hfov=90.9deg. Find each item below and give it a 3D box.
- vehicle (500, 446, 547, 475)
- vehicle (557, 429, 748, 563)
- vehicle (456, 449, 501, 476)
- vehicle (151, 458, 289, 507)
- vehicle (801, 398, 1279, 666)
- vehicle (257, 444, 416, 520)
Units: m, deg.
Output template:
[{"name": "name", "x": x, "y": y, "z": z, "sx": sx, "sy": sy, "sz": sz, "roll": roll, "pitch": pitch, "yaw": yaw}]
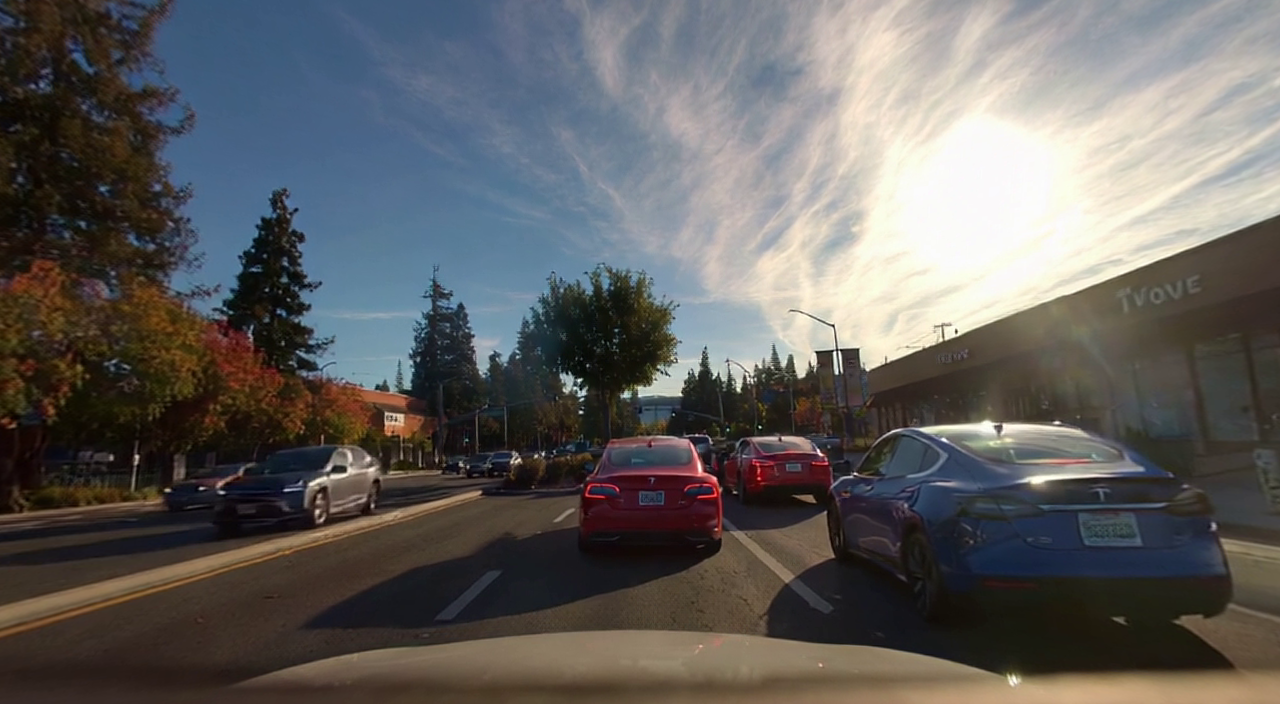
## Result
[{"name": "vehicle", "x": -7.421, "y": 6.962, "z": 40.730, "sx": 2.036, "sy": 1.705, "sz": 4.520, "roll": 0, "pitch": -8, "yaw": 2}, {"name": "vehicle", "x": 0.148, "y": 1.915, "z": 9.116, "sx": 2.137, "sy": 1.488, "sz": 3.938, "roll": 0, "pitch": -8, "yaw": 0}, {"name": "vehicle", "x": -10.423, "y": 7.149, "z": 40.944, "sx": 1.690, "sy": 1.628, "sz": 4.281, "roll": 0, "pitch": -8, "yaw": 1}, {"name": "vehicle", "x": -14.912, "y": 4.630, "z": 22.717, "sx": 1.999, "sy": 1.462, "sz": 4.200, "roll": 0, "pitch": -8, "yaw": 1}, {"name": "vehicle", "x": 3.215, "y": 1.447, "z": 6.226, "sx": 2.038, "sy": 1.651, "sz": 4.455, "roll": 0, "pitch": -8, "yaw": 0}, {"name": "vehicle", "x": -7.591, "y": 3.236, "z": 16.351, "sx": 1.968, "sy": 1.682, "sz": 4.213, "roll": 0, "pitch": -8, "yaw": 1}]
